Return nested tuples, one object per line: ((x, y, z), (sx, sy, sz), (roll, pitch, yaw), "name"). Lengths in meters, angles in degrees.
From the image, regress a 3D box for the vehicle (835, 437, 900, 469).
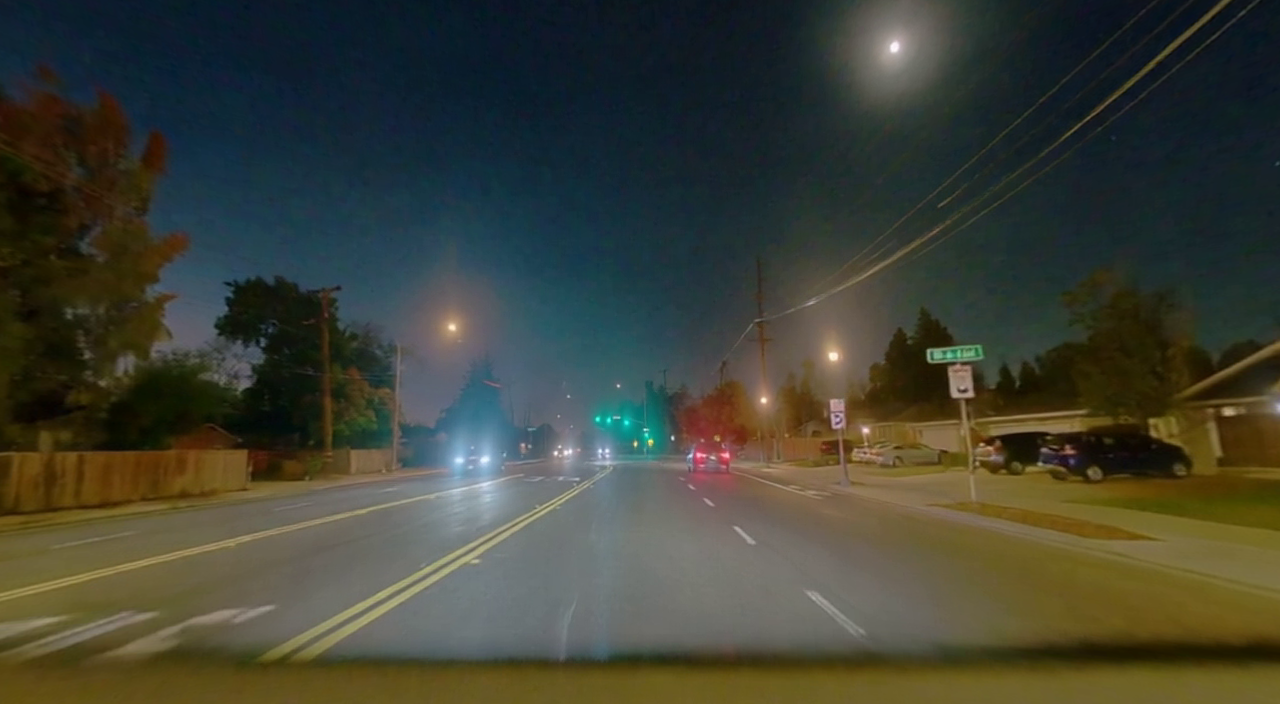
((12.404, 5.542, 34.683), (1.970, 1.561, 4.725), (-1, -9, 3), "vehicle")

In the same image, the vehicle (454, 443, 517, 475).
((-8.463, 5.895, 34.978), (2.179, 1.613, 4.516), (-1, -9, 3), "vehicle")

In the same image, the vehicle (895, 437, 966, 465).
((16.105, 5.514, 35.221), (1.747, 1.405, 4.372), (0, -9, -2), "vehicle")

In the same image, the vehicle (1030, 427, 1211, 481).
((15.321, 3.266, 20.295), (4.135, 1.558, 1.929), (-2, -8, 2), "vehicle")

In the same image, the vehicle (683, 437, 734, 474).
((3.670, 5.675, 34.757), (2.144, 1.843, 4.827), (0, -9, -2), "vehicle")
